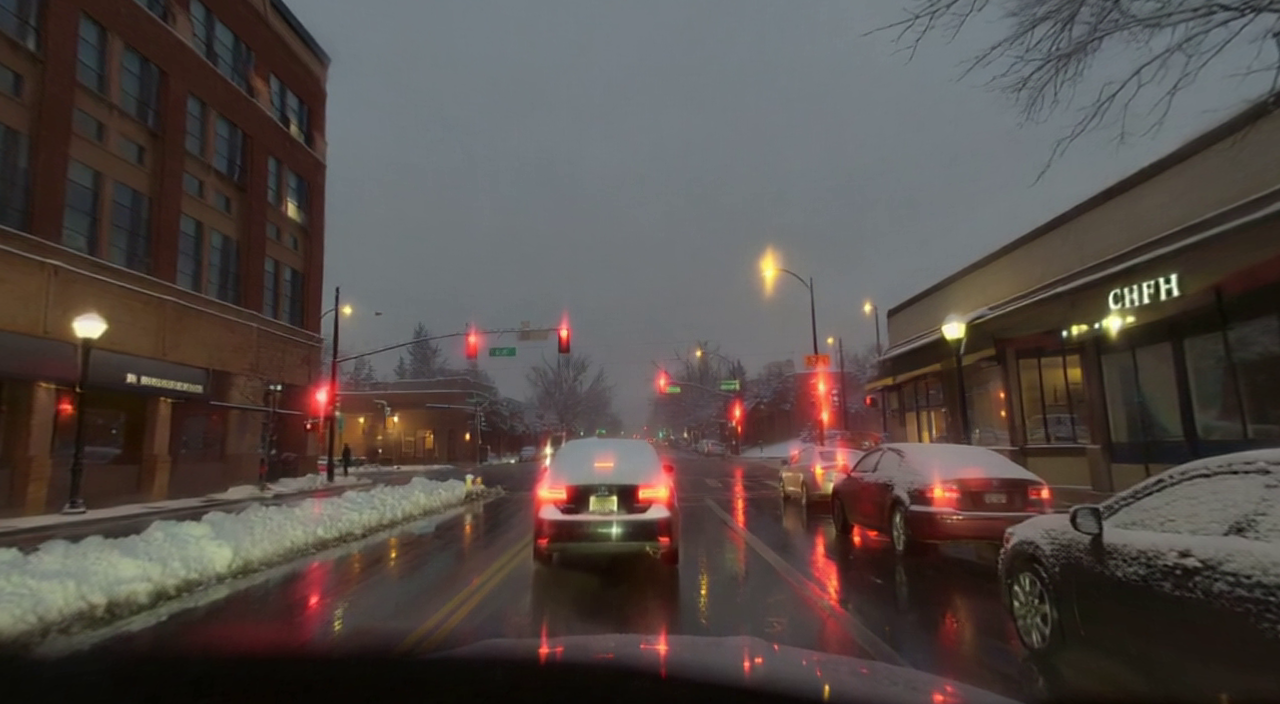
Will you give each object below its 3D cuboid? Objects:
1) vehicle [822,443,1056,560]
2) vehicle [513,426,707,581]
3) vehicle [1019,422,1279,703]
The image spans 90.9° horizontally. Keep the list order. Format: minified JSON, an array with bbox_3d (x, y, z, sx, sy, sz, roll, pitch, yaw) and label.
[{"bbox_3d":[4.588,2.295,10.615,1.912,1.505,4.618,-1,-8,4],"label":"vehicle"},{"bbox_3d":[-0.337,1.751,8.066,1.888,1.489,3.703,0,-8,-2],"label":"vehicle"},{"bbox_3d":[3.179,0.827,1.104,2.006,1.496,4.767,0,-9,-1],"label":"vehicle"}]
